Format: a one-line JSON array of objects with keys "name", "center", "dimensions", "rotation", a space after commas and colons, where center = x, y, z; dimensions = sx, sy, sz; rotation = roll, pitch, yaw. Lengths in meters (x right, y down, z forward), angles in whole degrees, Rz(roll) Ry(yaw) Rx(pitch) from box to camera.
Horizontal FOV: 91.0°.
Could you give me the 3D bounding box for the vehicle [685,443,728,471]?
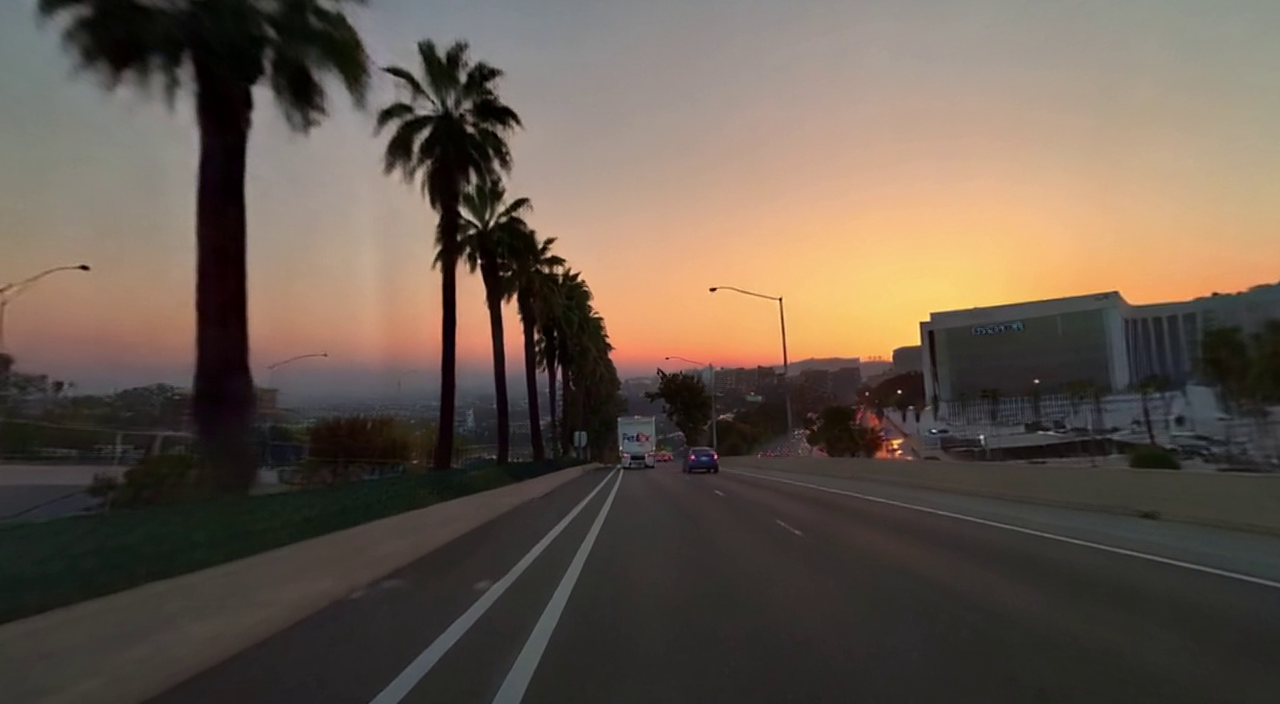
[{"name": "vehicle", "center": [3.840, 6.147, 37.031], "dimensions": [1.966, 1.558, 4.238], "rotation": [0, -9, -2]}]
